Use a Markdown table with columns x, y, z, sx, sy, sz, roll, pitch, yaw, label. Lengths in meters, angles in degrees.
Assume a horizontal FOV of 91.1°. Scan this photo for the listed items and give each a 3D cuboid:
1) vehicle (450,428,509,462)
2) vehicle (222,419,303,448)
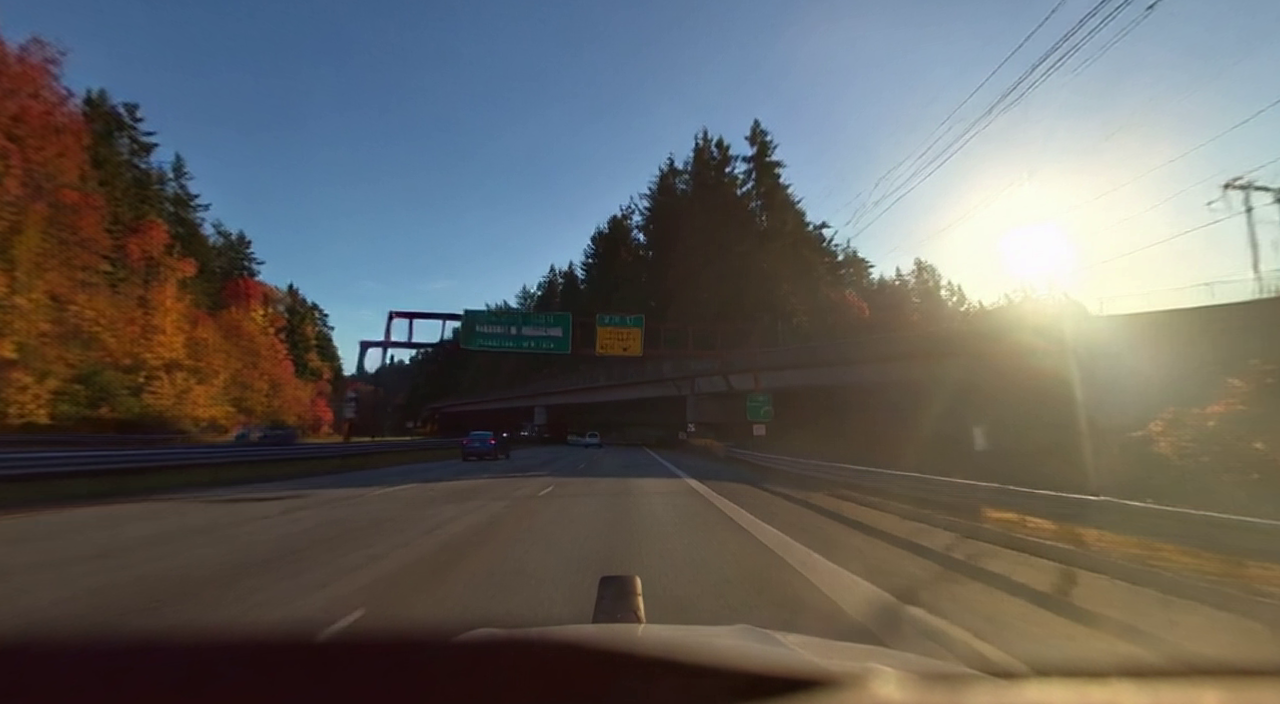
| x | y | z | sx | sy | sz | roll | pitch | yaw | label |
| --- | --- | --- | --- | --- | --- | --- | --- | --- | --- |
| -8.458 | 4.963 | 33.617 | 1.987 | 1.677 | 4.580 | 0 | -8 | -1 | vehicle |
| -21.479 | 4.697 | 36.000 | 1.908 | 1.552 | 4.438 | 0 | -8 | -1 | vehicle |
